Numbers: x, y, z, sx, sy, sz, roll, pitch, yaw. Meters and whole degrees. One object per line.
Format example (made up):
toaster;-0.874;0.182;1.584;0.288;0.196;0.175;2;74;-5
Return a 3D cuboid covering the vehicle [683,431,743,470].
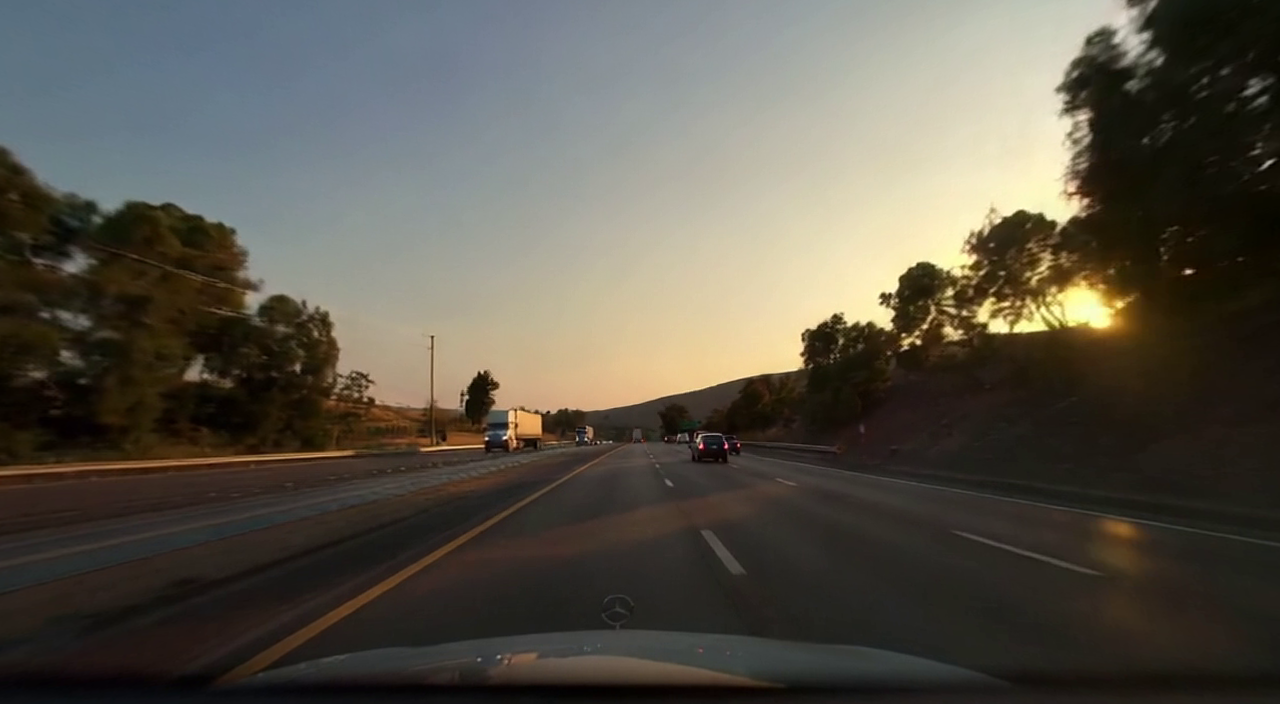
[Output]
vehicle;3.187;4.389;28.332;2.084;1.583;4.420;0;-8;-1
